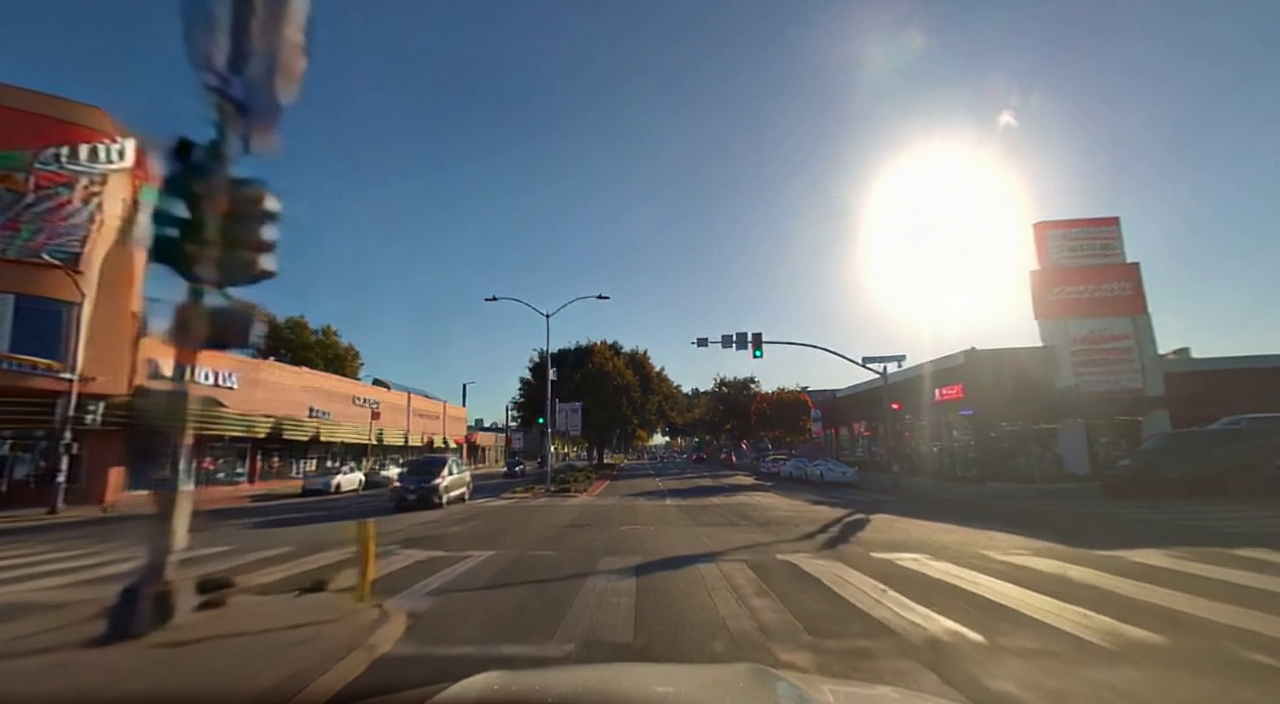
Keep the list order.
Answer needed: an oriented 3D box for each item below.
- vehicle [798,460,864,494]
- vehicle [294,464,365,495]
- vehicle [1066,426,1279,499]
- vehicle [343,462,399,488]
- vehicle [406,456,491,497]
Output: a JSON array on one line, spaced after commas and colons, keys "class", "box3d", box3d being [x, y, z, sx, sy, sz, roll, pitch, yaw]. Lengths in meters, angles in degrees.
[{"class": "vehicle", "box3d": [9.649, 6.324, 32.339, 1.948, 1.483, 4.645, 0, -8, 0]}, {"class": "vehicle", "box3d": [-18.146, 7.455, 37.210, 1.858, 1.493, 4.721, 0, -8, -1]}, {"class": "vehicle", "box3d": [17.265, 3.443, 19.842, 5.748, 2.090, 2.506, -1, -8, 5]}, {"class": "vehicle", "box3d": [-18.214, 8.334, 42.957, 1.756, 1.525, 4.355, -1, -8, 2]}, {"class": "vehicle", "box3d": [-8.148, 5.314, 27.333, 2.225, 1.532, 4.486, 0, -8, 1]}]
